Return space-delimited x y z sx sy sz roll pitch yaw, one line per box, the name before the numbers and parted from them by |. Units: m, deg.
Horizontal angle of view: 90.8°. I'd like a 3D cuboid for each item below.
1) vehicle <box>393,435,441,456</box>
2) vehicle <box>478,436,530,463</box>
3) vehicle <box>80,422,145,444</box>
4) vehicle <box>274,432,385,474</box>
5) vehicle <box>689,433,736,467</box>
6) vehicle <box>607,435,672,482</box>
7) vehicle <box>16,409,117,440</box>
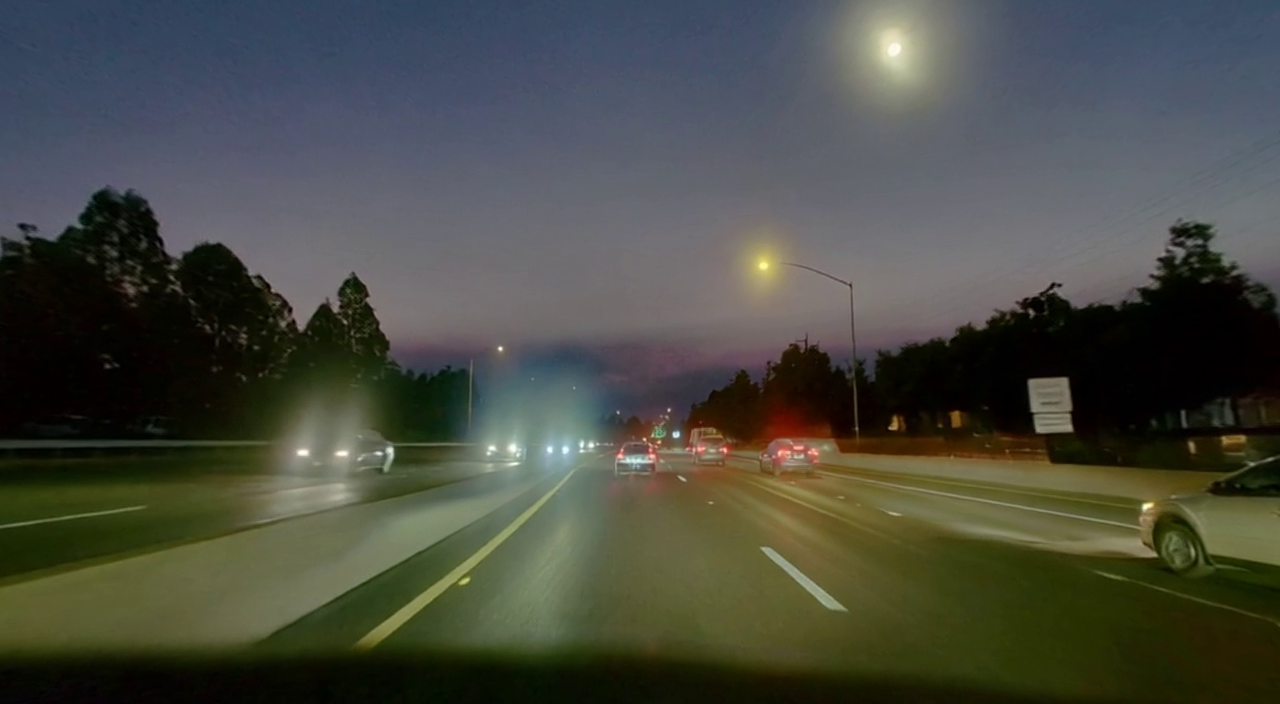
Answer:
vehicle | -17.210 7.255 49.048 1.867 1.503 4.933 0 -8 0
vehicle | -7.801 5.651 36.642 1.893 1.477 4.648 0 -8 1
vehicle | -36.635 5.663 43.984 1.505 1.371 3.387 4 -8 0
vehicle | -12.256 4.016 25.336 2.042 1.502 4.626 0 -8 1
vehicle | 4.252 5.817 37.576 2.186 1.842 4.553 0 -8 -1
vehicle | 0.016 3.618 21.635 2.040 1.451 3.736 0 -8 1
vehicle | -39.627 5.081 43.872 2.041 1.944 5.239 0 -8 0
